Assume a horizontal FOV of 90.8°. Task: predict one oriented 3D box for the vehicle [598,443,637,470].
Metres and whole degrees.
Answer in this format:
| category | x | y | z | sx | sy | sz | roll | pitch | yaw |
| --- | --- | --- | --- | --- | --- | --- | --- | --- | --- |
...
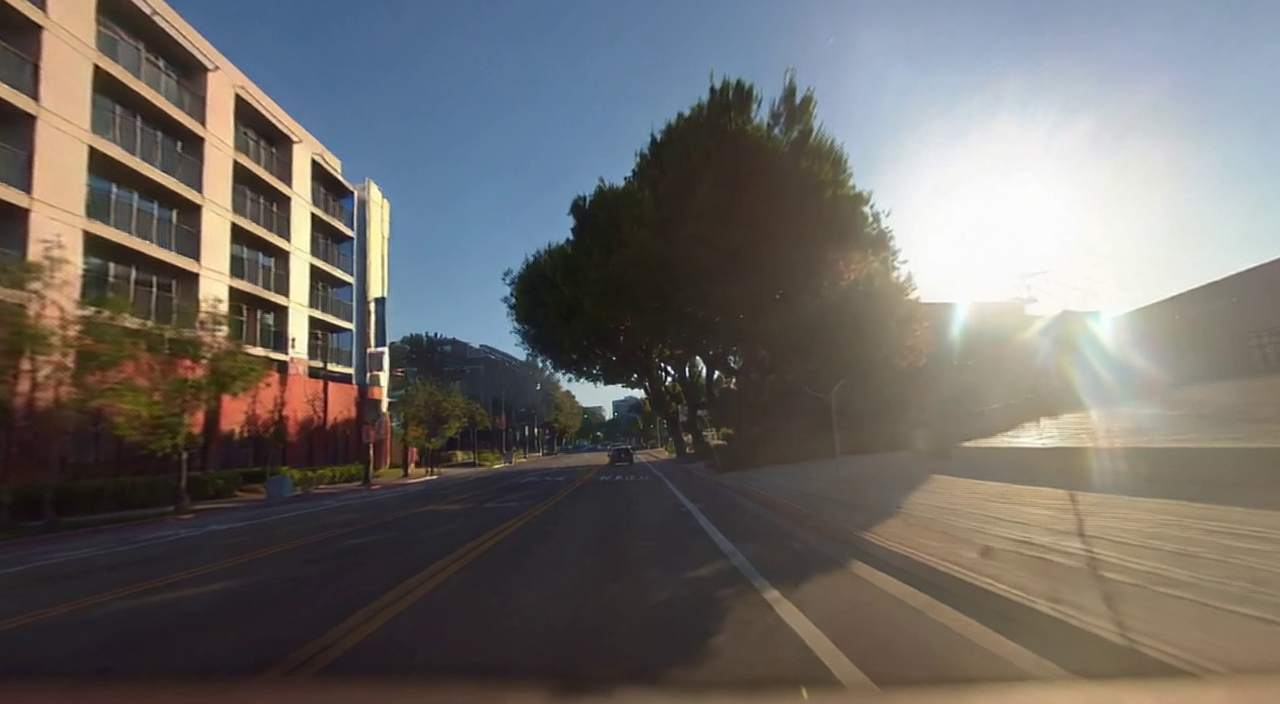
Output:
| category | x | y | z | sx | sy | sz | roll | pitch | yaw |
| --- | --- | --- | --- | --- | --- | --- | --- | --- | --- |
| vehicle | -1.342 | 6.104 | 37.010 | 2.131 | 1.474 | 4.146 | 0 | -9 | -3 |
